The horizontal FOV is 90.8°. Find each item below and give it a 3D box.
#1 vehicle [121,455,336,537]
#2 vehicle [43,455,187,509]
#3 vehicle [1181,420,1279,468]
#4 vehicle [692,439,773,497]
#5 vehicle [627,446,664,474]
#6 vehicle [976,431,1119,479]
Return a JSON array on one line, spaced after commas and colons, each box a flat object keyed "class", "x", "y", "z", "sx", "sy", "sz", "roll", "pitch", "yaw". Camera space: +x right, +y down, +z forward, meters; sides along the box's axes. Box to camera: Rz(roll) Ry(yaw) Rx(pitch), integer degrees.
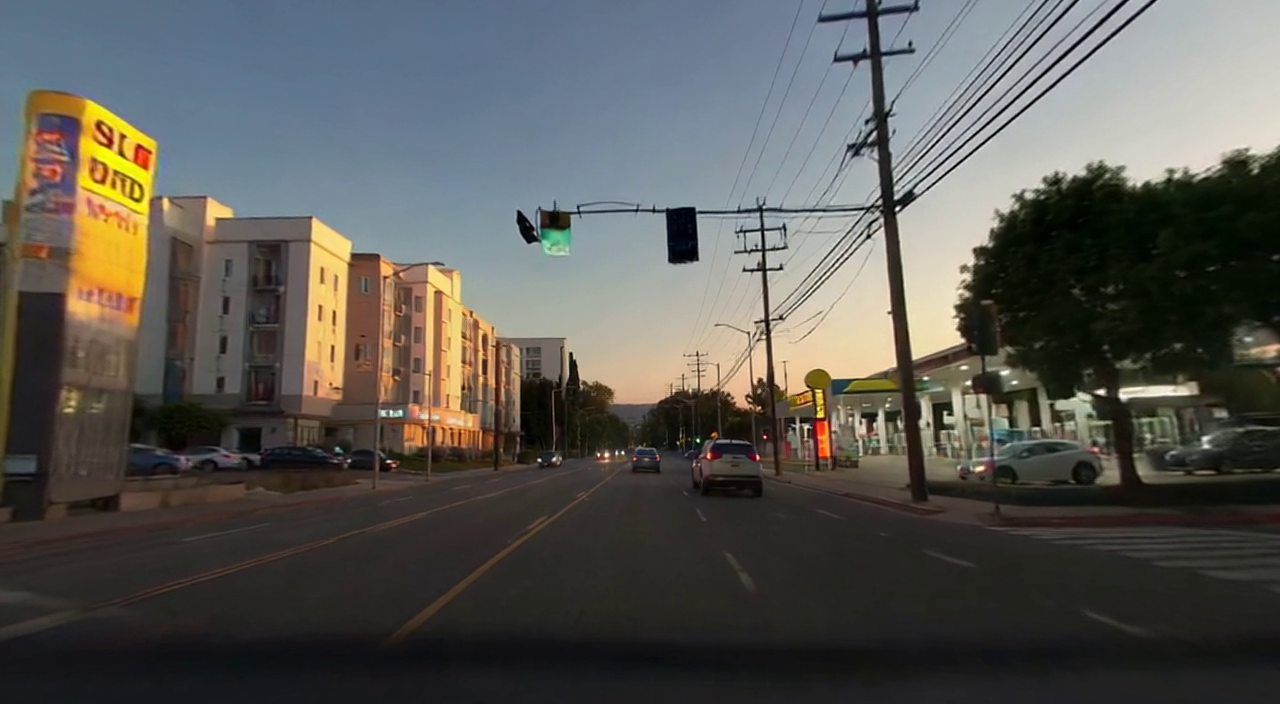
[{"class": "vehicle", "x": -9.066, "y": 3.157, "z": 14.506, "sx": 1.859, "sy": 1.451, "sz": 4.447, "roll": -1, "pitch": -8, "yaw": 1}, {"class": "vehicle", "x": -17.076, "y": 4.215, "z": 20.610, "sx": 3.631, "sy": 1.452, "sz": 1.610, "roll": -3, "pitch": -3, "yaw": 9}, {"class": "vehicle", "x": 21.594, "y": 3.189, "z": 22.070, "sx": 1.856, "sy": 1.530, "sz": 3.933, "roll": 0, "pitch": -8, "yaw": 1}, {"class": "vehicle", "x": 2.847, "y": 3.660, "z": 20.466, "sx": 1.945, "sy": 1.647, "sz": 4.160, "roll": 0, "pitch": -8, "yaw": -1}, {"class": "vehicle", "x": 0.340, "y": 6.101, "z": 35.979, "sx": 1.999, "sy": 1.487, "sz": 3.939, "roll": 0, "pitch": -8, "yaw": 1}, {"class": "vehicle", "x": 14.191, "y": 3.592, "z": 22.393, "sx": 1.846, "sy": 1.480, "sz": 4.649, "roll": 0, "pitch": -8, "yaw": -2}]
